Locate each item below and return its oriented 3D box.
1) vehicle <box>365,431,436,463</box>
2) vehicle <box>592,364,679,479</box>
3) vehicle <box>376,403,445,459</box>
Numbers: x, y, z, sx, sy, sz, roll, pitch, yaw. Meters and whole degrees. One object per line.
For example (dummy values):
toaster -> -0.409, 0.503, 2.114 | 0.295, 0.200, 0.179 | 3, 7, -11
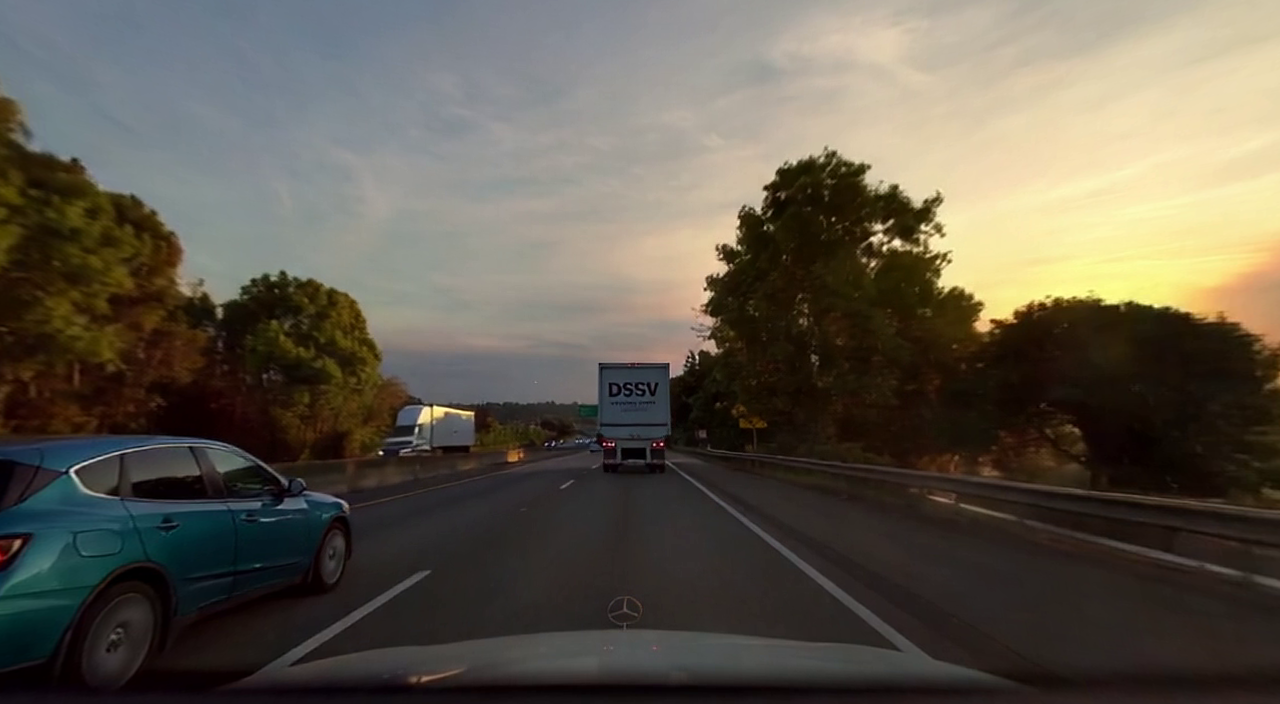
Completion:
vehicle -> -12.956, 5.191, 34.429 | 2.030, 1.625, 4.658 | 0, -8, 0
vehicle -> -0.328, 3.102, 26.836 | 2.969, 3.957, 10.270 | 0, -8, -2
vehicle -> -17.332, 6.070, 47.992 | 2.998, 4.020, 5.794 | 0, -8, -1
